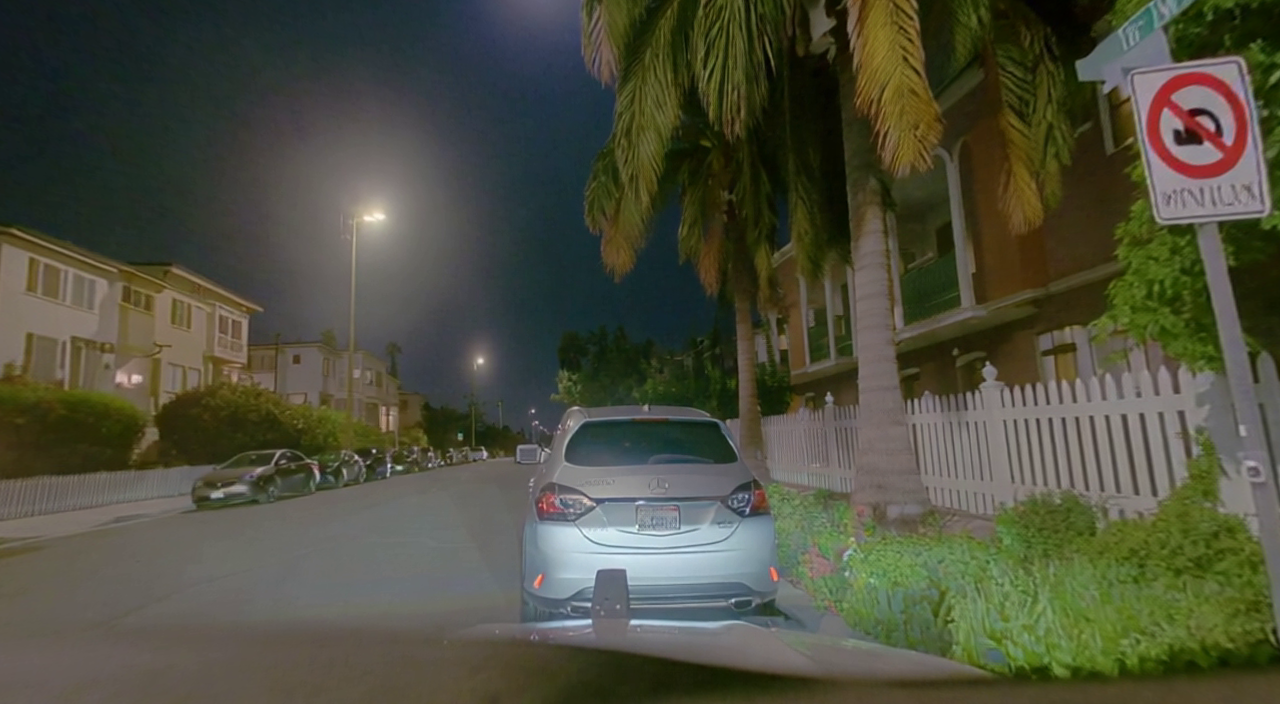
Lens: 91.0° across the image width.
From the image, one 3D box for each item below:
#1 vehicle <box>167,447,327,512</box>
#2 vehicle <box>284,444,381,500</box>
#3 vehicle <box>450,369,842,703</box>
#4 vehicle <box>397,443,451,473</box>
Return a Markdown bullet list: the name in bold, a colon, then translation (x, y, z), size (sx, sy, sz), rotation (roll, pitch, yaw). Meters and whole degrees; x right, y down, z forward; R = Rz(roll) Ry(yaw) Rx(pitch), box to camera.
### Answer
- **vehicle**: translation (-11.398, 3.660, 18.795), size (2.017, 1.627, 5.039), rotation (1, -8, -7)
- **vehicle**: translation (-12.158, 4.705, 25.257), size (2.048, 1.485, 4.757), rotation (-4, -4, -8)
- **vehicle**: translation (-0.128, 1.213, 5.003), size (1.894, 1.695, 3.795), rotation (1, -8, -5)
- **vehicle**: translation (-13.180, 6.461, 38.720), size (2.060, 1.689, 4.999), rotation (1, -8, -7)
